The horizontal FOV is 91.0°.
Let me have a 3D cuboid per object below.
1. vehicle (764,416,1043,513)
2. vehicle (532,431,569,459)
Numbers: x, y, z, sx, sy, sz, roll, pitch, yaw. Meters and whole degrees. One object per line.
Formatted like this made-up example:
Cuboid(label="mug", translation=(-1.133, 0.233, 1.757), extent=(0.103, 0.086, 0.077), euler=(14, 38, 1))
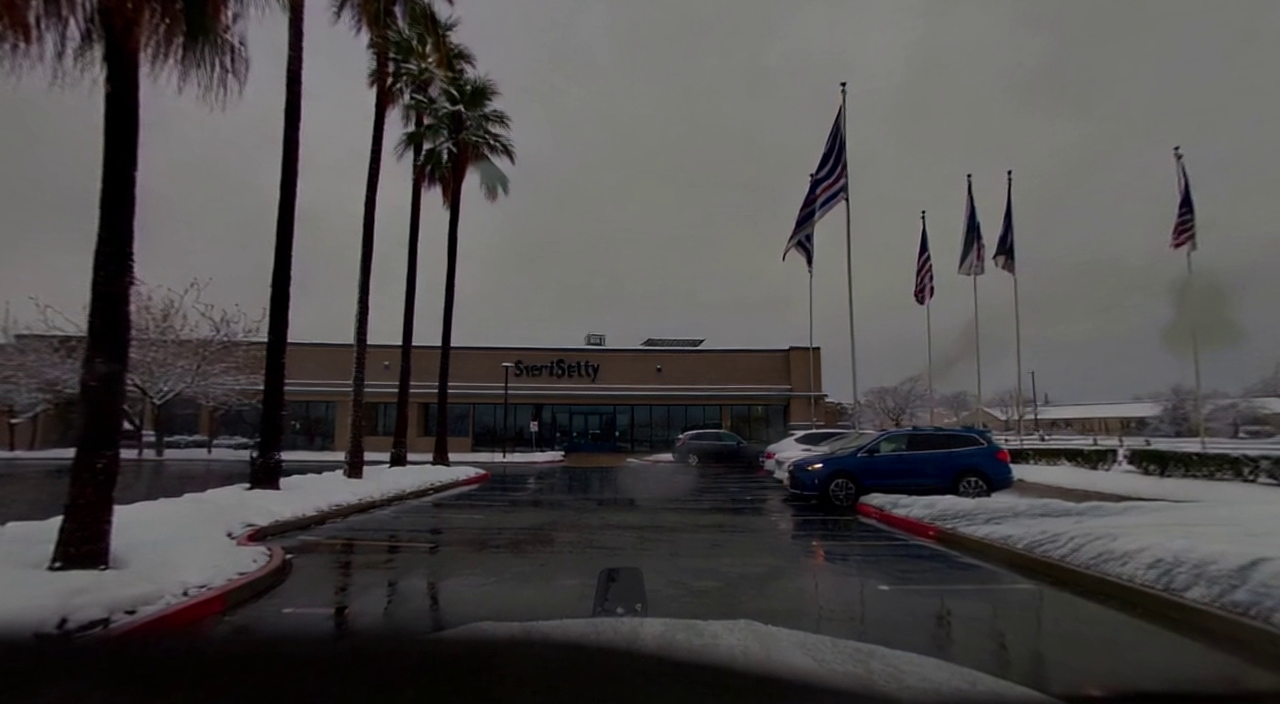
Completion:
Cuboid(label="vehicle", translation=(4.911, 2.163, 12.319), extent=(4.567, 1.723, 1.926), euler=(0, -8, 0))
Cuboid(label="vehicle", translation=(-6.471, 6.816, 46.028), extent=(1.943, 1.890, 4.472), euler=(1, -9, 1))
